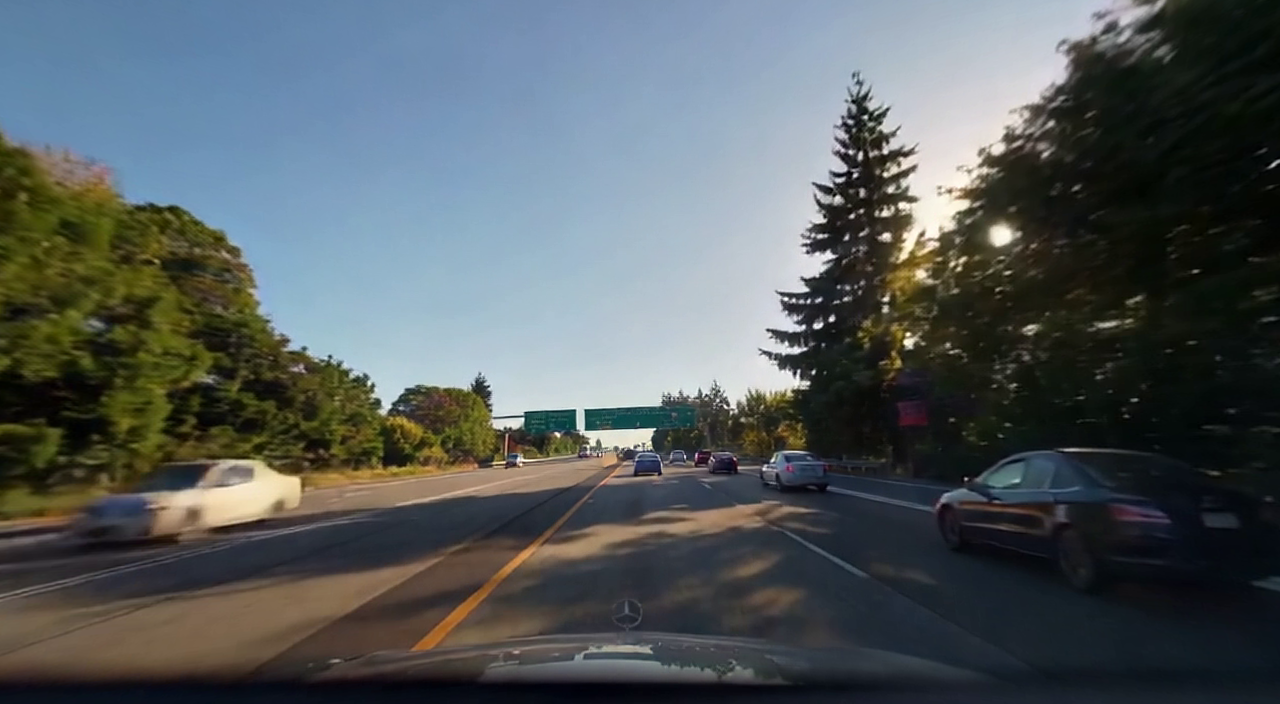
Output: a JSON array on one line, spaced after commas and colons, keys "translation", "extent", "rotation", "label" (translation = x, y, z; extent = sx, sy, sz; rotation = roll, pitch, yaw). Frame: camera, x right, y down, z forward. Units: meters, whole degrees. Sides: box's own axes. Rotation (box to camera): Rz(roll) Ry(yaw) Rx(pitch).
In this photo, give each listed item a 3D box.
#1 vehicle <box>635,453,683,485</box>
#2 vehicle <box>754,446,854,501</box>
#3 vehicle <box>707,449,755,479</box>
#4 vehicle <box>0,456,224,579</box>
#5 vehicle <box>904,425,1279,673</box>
[{"translation": [0.827, 5.204, 28.298], "extent": [2.012, 1.320, 3.777], "rotation": [0, -9, 1], "label": "vehicle"}, {"translation": [4.873, 3.684, 19.483], "extent": [1.827, 1.462, 4.697], "rotation": [0, -9, 0], "label": "vehicle"}, {"translation": [4.887, 6.069, 34.293], "extent": [1.952, 1.495, 3.740], "rotation": [0, -9, -1], "label": "vehicle"}, {"translation": [-8.578, 2.306, 9.528], "extent": [1.866, 1.427, 3.871], "rotation": [0, -9, 0], "label": "vehicle"}, {"translation": [4.561, 1.534, 6.103], "extent": [2.007, 1.451, 4.587], "rotation": [0, -9, 0], "label": "vehicle"}]
